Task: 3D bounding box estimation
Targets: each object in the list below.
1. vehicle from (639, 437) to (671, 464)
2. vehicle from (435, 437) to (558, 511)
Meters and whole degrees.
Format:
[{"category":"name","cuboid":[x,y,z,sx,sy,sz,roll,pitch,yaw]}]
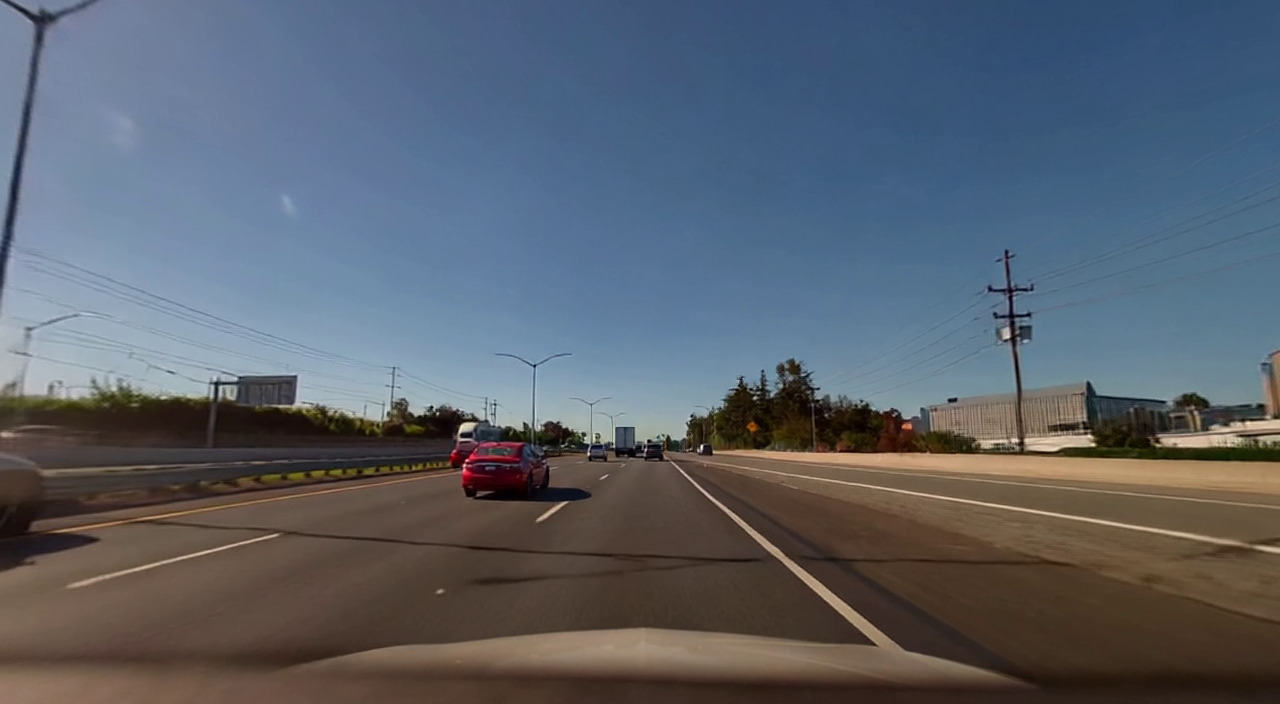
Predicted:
[{"category":"vehicle","cuboid":[1.197,7.745,49.719,2.373,1.935,4.448,-1,-8,2]},{"category":"vehicle","cuboid":[-3.220,2.806,14.990,1.953,1.511,3.704,-1,-8,2]}]
